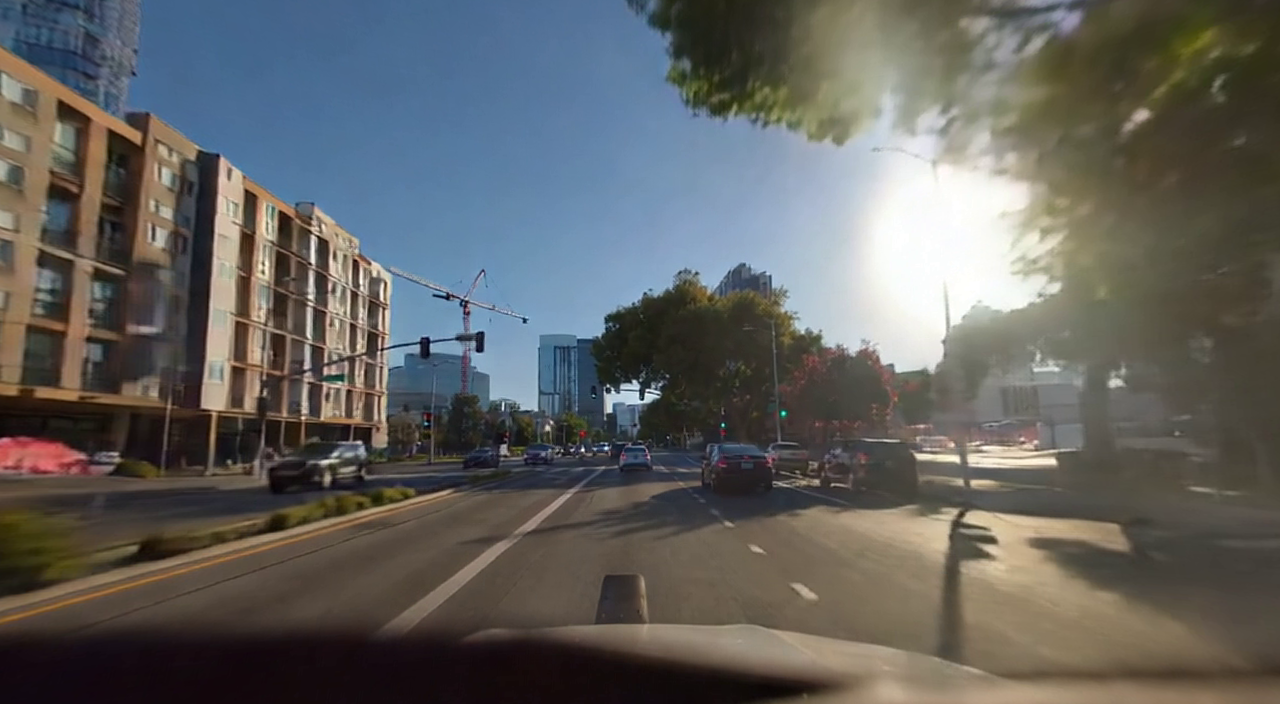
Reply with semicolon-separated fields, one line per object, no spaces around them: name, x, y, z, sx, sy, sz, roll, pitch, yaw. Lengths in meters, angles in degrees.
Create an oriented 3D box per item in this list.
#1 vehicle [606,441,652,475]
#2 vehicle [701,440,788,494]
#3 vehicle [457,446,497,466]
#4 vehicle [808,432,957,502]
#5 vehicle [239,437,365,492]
vehicle;-0.519;4.962;29.697;2.006;1.487;3.535;0;-8;-1
vehicle;3.082;3.469;19.478;1.910;1.474;4.003;0;-8;-2
vehicle;-12.715;8.103;49.500;1.943;1.473;4.463;0;-8;1
vehicle;7.276;3.519;19.809;2.317;1.852;5.530;0;-9;-2
vehicle;-11.912;3.980;22.732;1.975;1.714;4.638;0;-8;0
